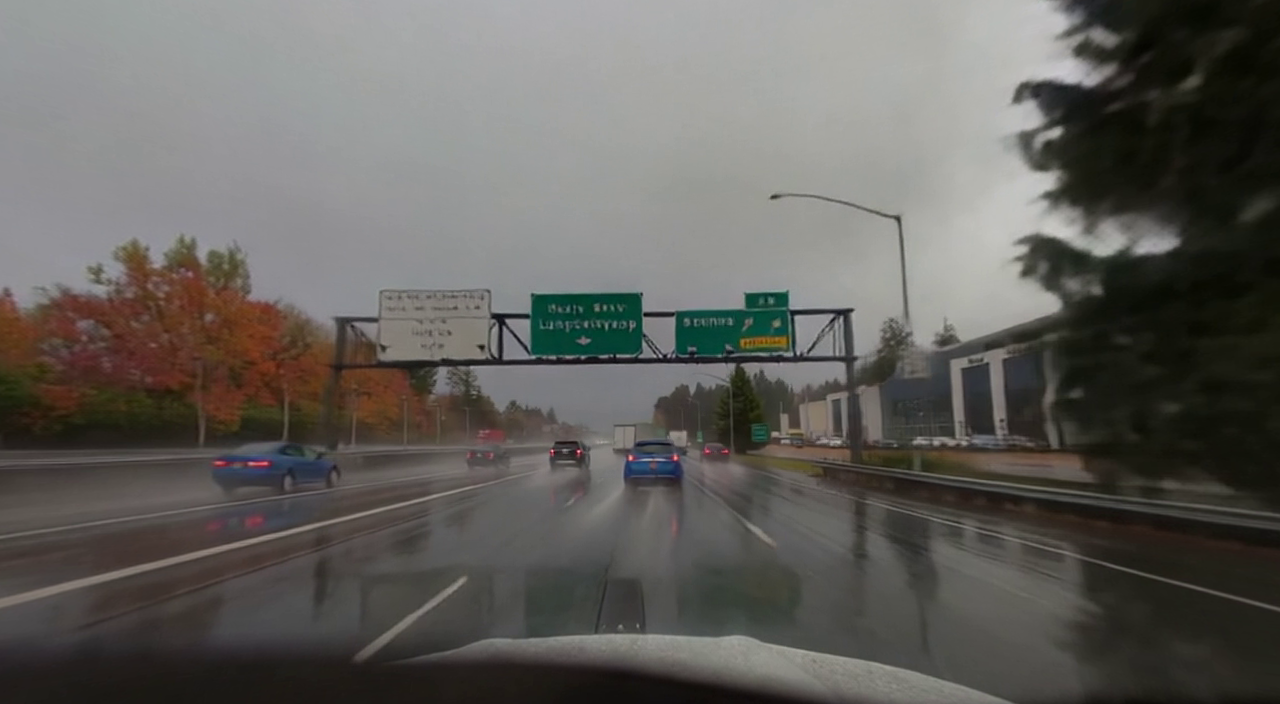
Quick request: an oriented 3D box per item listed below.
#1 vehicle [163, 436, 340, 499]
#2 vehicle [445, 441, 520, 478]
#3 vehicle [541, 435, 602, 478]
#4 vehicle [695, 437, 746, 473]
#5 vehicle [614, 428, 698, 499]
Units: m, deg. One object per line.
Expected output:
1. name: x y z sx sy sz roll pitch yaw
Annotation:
1. vehicle: -10.769 3.215 17.983 2.006 1.509 4.634 0 -9 1
2. vehicle: -6.966 4.804 28.442 2.057 1.496 4.661 0 -9 2
3. vehicle: -2.986 4.648 28.323 2.111 1.742 4.315 0 -9 2
4. vehicle: 4.212 5.488 33.664 2.193 1.778 4.488 0 -9 1
5. vehicle: 0.500 3.166 18.235 2.101 1.742 4.495 0 -9 2
